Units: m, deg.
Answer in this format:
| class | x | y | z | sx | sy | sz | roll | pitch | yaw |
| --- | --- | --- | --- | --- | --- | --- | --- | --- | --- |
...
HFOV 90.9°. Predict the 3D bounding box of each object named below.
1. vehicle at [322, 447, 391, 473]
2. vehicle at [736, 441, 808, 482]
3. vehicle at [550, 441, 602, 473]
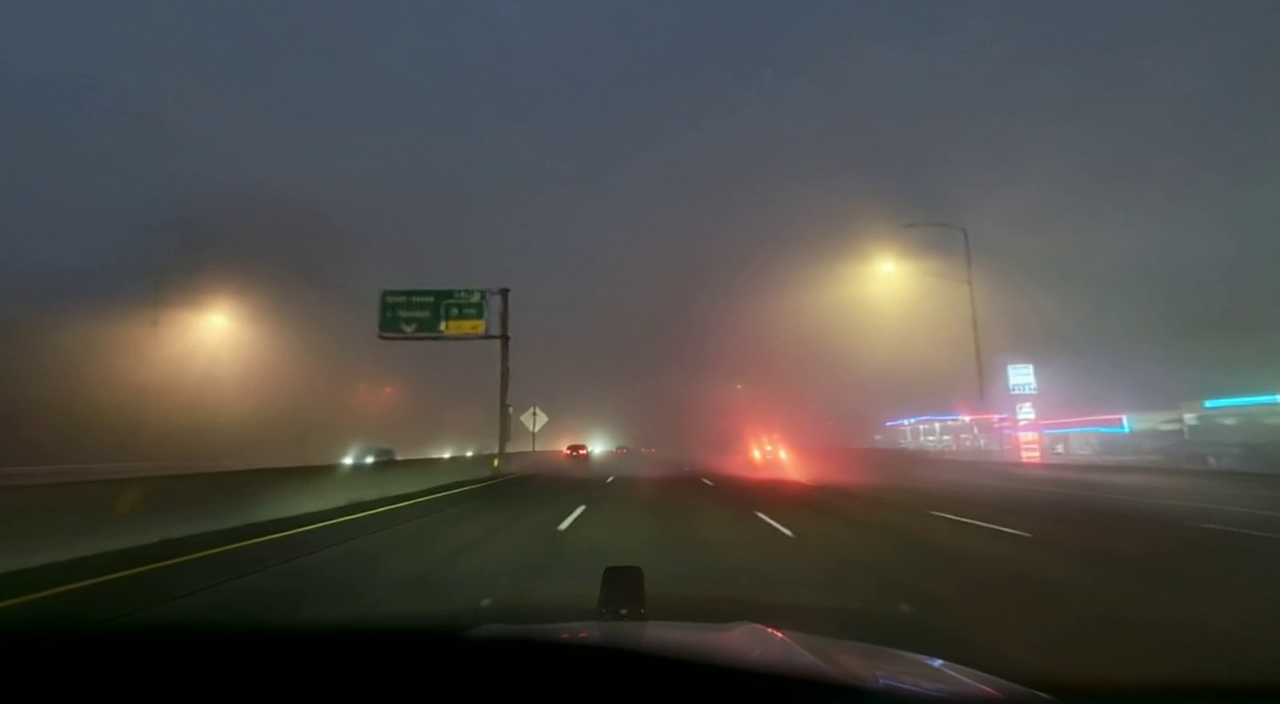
| class | x | y | z | sx | sy | sz | roll | pitch | yaw |
| --- | --- | --- | --- | --- | --- | --- | --- | --- | --- |
| vehicle | -17.288 | 6.575 | 38.713 | 2.005 | 1.493 | 4.780 | 0 | -8 | 0 |
| vehicle | 5.161 | 4.318 | 25.305 | 1.909 | 1.467 | 4.940 | 0 | -8 | 1 |
| vehicle | -3.167 | 5.290 | 32.074 | 2.114 | 1.510 | 4.186 | 0 | -8 | 1 |
